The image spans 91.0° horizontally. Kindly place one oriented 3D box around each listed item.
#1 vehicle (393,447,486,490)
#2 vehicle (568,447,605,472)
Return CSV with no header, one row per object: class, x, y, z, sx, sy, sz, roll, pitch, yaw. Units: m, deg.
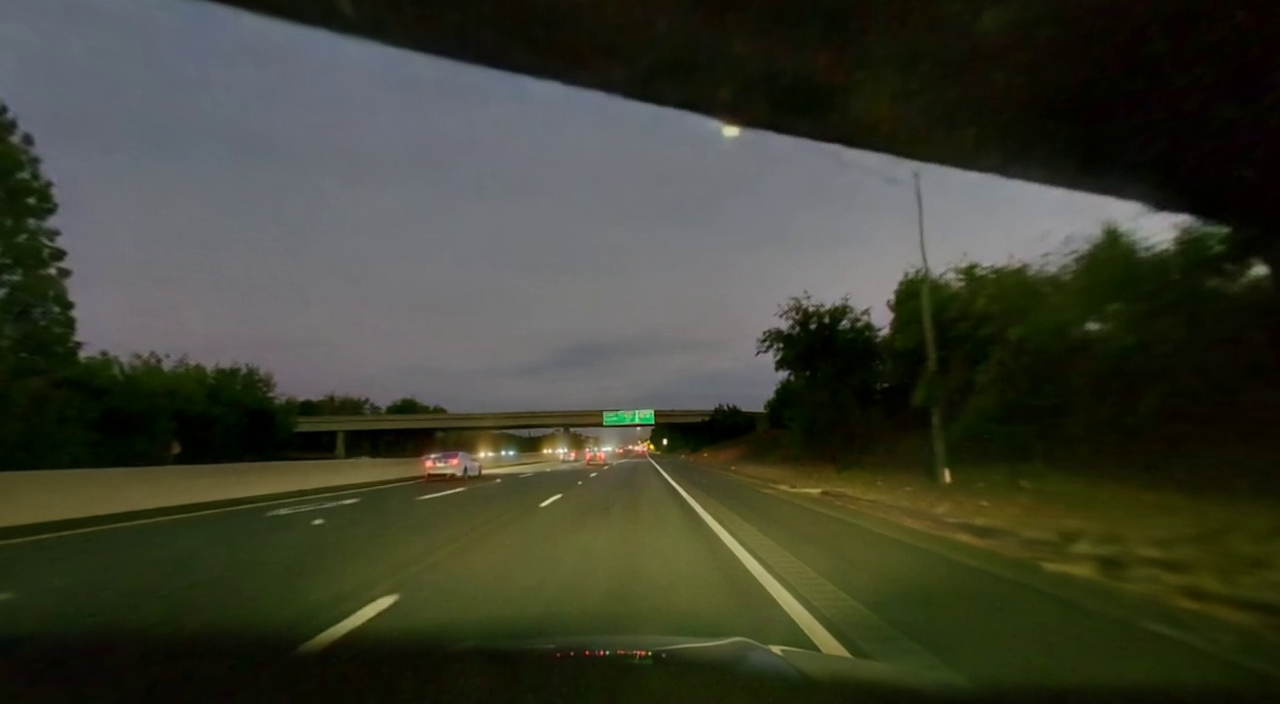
vehicle,-7.592,4.441,24.406,2.002,1.507,4.631,0,-9,1
vehicle,-3.608,7.364,43.295,2.102,1.571,4.666,0,-9,1
